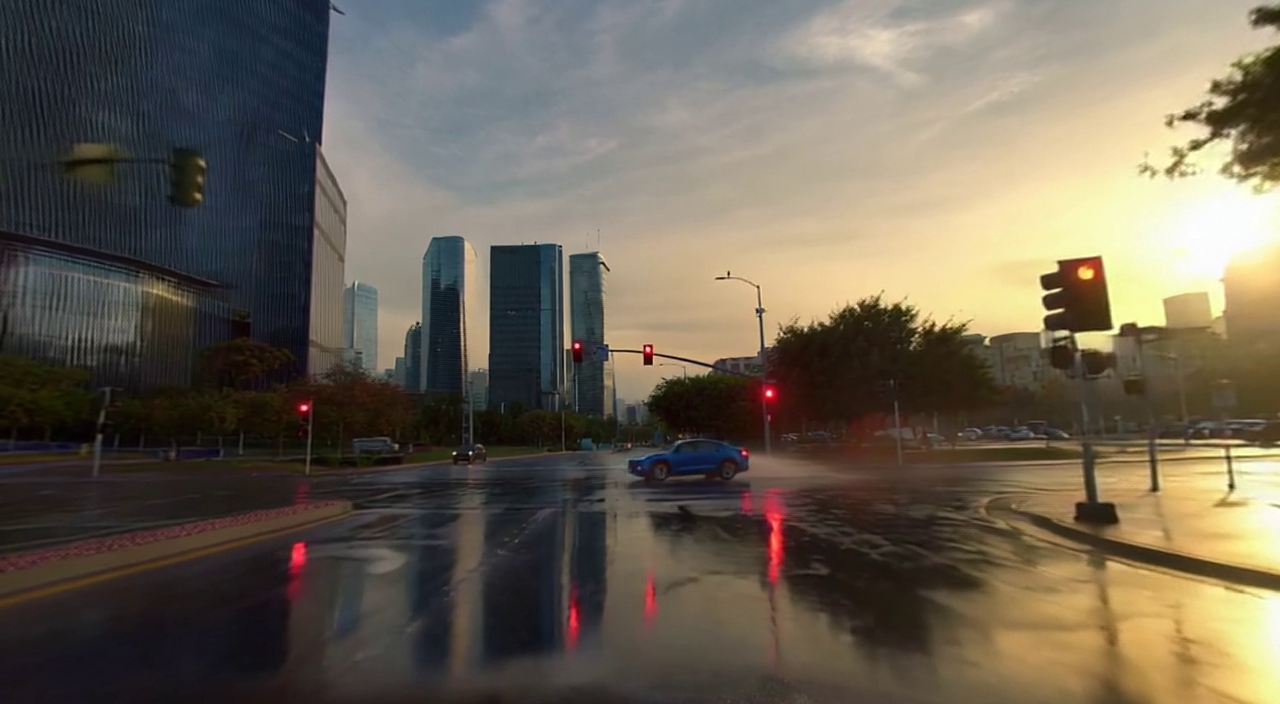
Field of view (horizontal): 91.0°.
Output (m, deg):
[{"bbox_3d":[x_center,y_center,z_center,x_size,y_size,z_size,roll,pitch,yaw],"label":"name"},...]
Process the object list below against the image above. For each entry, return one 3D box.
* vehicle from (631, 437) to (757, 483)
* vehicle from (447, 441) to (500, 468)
[{"bbox_3d":[1.962,4.027,23.592,4.218,1.572,2.065,2,-9,-15],"label":"vehicle"},{"bbox_3d":[-11.478,7.098,43.686,2.069,1.771,4.947,0,-9,3],"label":"vehicle"}]
